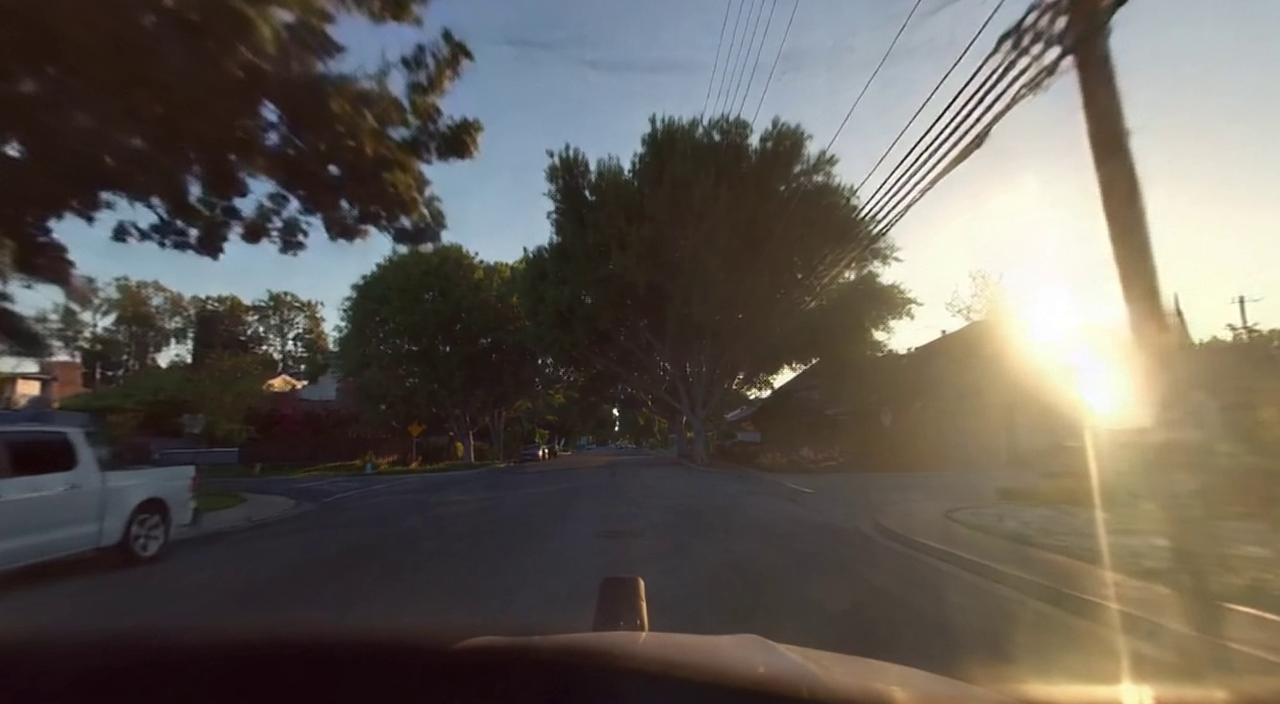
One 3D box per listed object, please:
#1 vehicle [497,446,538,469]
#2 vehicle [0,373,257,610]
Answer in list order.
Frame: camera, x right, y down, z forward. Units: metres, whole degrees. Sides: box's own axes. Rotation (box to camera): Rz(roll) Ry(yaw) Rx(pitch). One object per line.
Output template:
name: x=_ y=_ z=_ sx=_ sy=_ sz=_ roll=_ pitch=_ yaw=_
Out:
vehicle: x=-8.615 y=7.444 z=44.714 sx=2.095 sy=1.491 sz=4.422 roll=0 pitch=-8 yaw=-1
vehicle: x=-7.354 y=1.510 z=6.963 sx=2.739 sy=2.164 sz=6.065 roll=-1 pitch=-9 yaw=-3
